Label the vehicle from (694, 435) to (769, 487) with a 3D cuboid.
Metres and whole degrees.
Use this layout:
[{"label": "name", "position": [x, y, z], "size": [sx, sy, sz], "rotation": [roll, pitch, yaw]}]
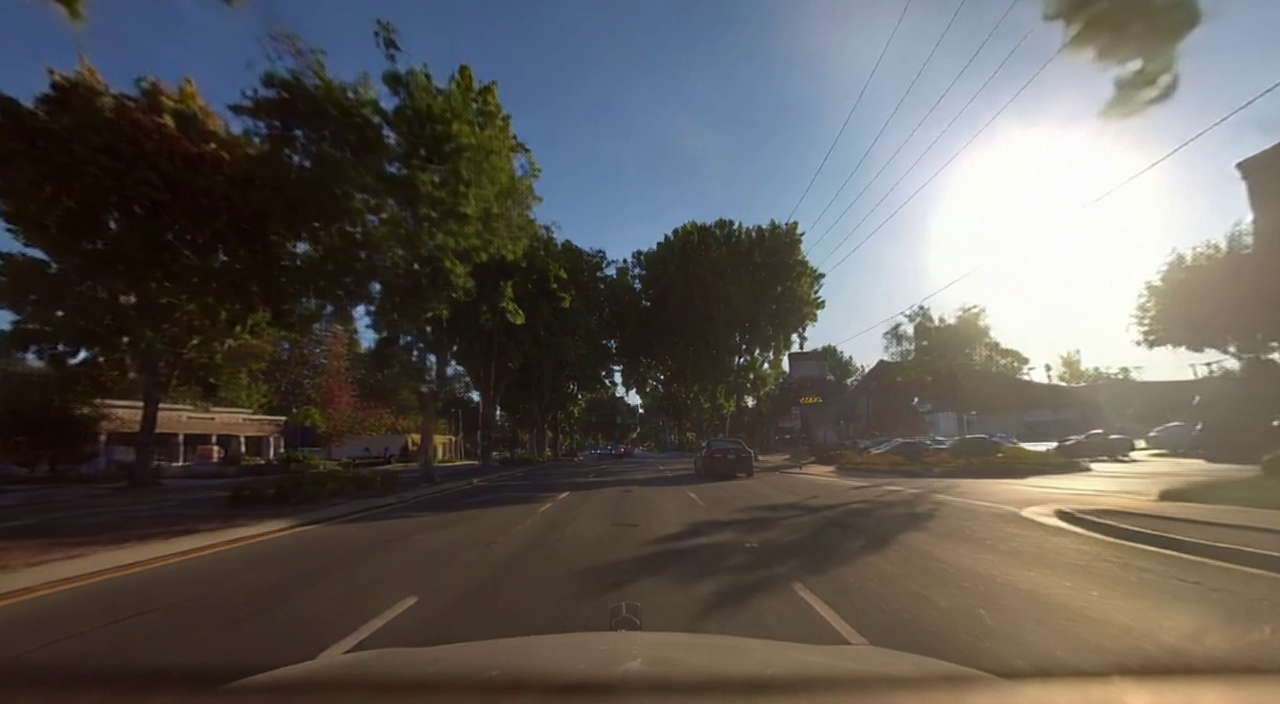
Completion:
[{"label": "vehicle", "position": [3.292, 4.029, 23.615], "size": [2.083, 1.743, 4.354], "rotation": [0, -8, -1]}]
